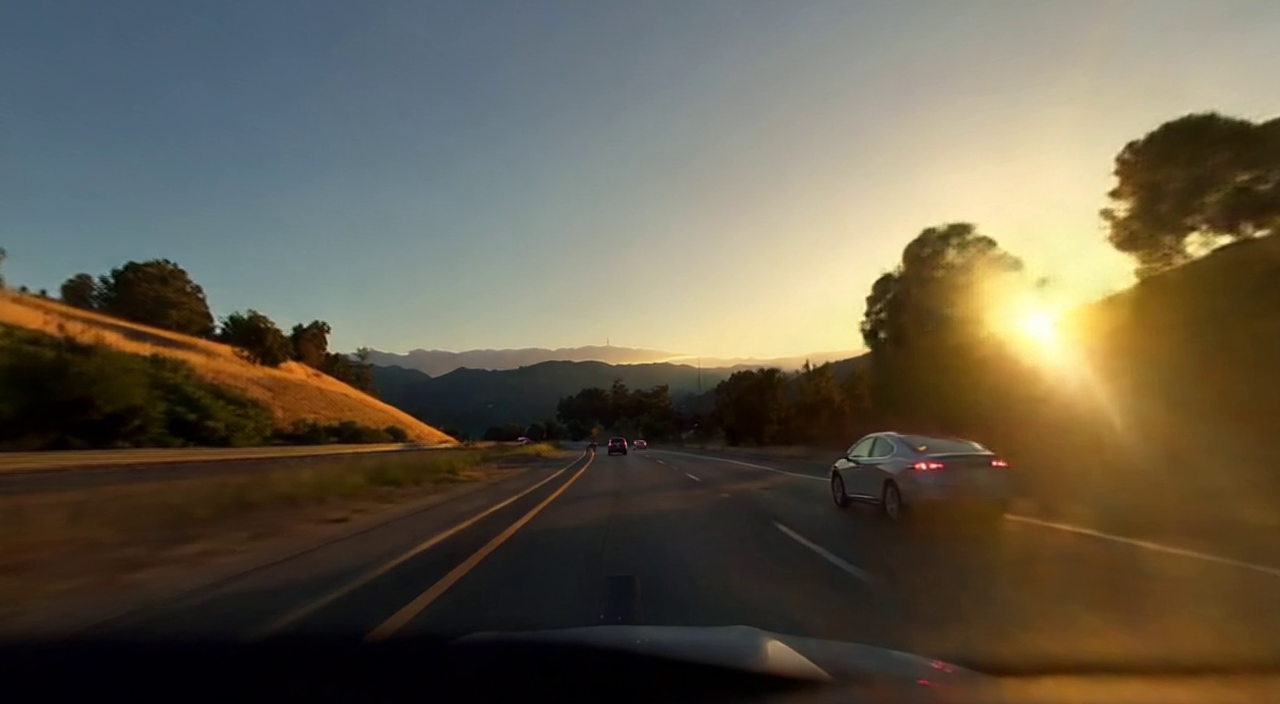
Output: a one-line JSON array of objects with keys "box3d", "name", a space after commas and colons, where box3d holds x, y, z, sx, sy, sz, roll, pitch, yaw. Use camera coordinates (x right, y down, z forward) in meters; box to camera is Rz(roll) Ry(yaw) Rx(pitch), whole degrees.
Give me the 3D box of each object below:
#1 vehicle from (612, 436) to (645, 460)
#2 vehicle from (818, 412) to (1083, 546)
[{"box3d": [-0.807, 6.292, 41.365, 1.998, 1.512, 3.735, 1, -8, -3], "name": "vehicle"}, {"box3d": [4.069, 1.700, 9.044, 1.852, 1.513, 3.652, 0, -8, -2], "name": "vehicle"}]
